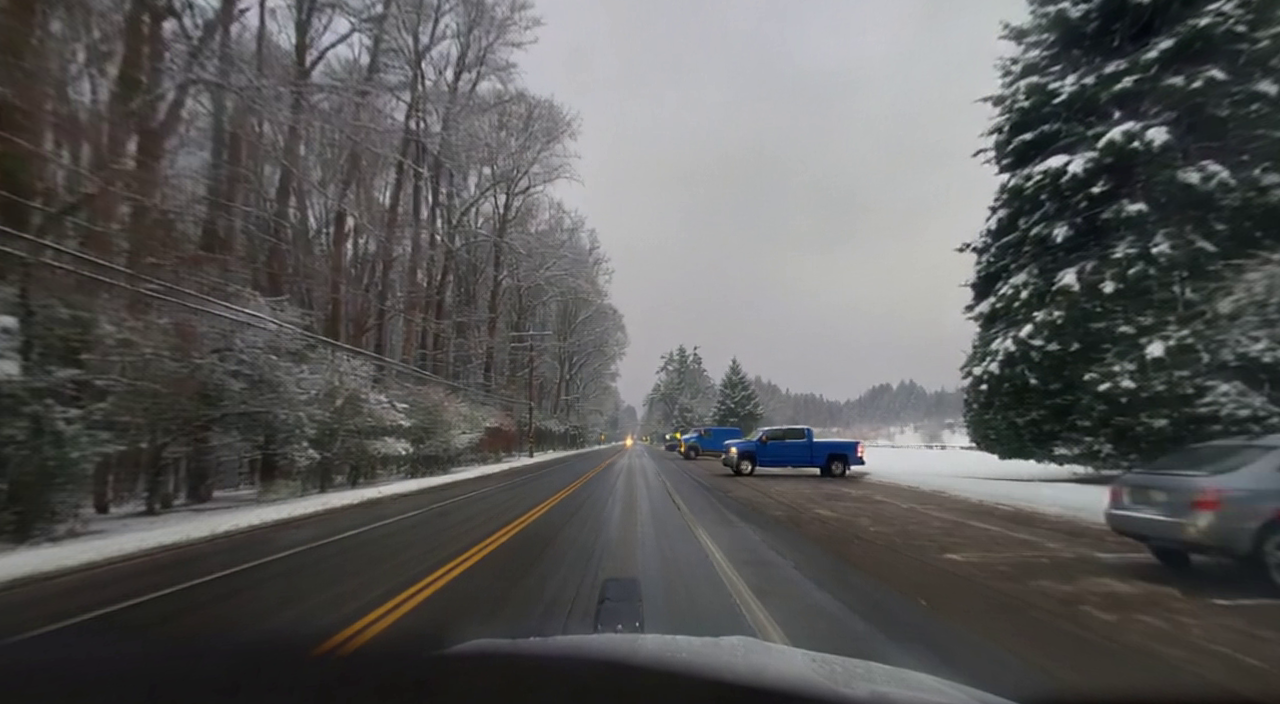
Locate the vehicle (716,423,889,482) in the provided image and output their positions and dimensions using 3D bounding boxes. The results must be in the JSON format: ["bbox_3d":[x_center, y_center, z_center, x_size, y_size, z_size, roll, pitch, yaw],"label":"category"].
[{"bbox_3d":[5.946,3.775,23.842,5.797,2.070,2.502,0,-8,-1],"label":"vehicle"}]

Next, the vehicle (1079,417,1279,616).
[{"bbox_3d":[7.093,1.491,6.280,3.937,1.597,2.004,0,-8,-2],"label":"vehicle"}]
